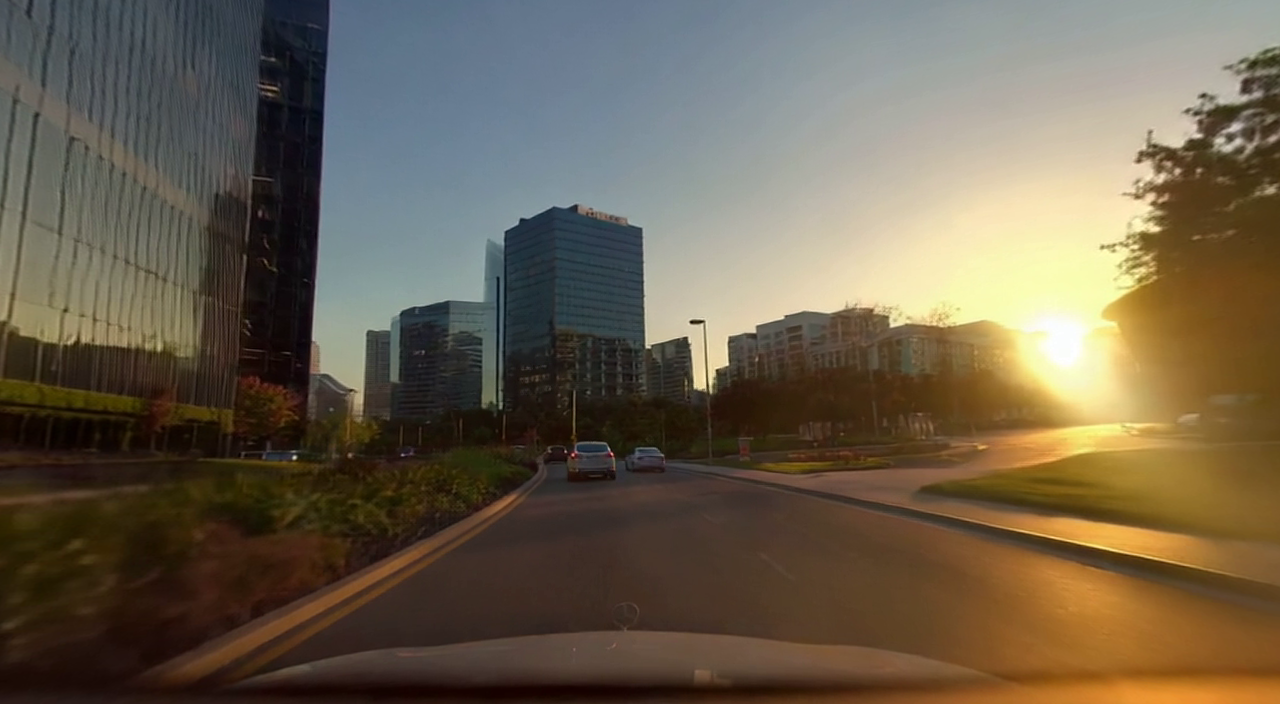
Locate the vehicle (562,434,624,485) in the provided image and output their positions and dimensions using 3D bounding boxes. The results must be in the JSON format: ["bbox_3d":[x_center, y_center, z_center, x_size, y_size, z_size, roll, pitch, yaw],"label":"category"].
[{"bbox_3d":[-1.908,4.176,24.688,2.173,1.761,4.374,1,-9,-6],"label":"vehicle"}]

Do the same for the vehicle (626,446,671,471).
[{"bbox_3d":[0.474,6.783,40.430,2.116,1.506,4.355,2,-9,-10],"label":"vehicle"}]
